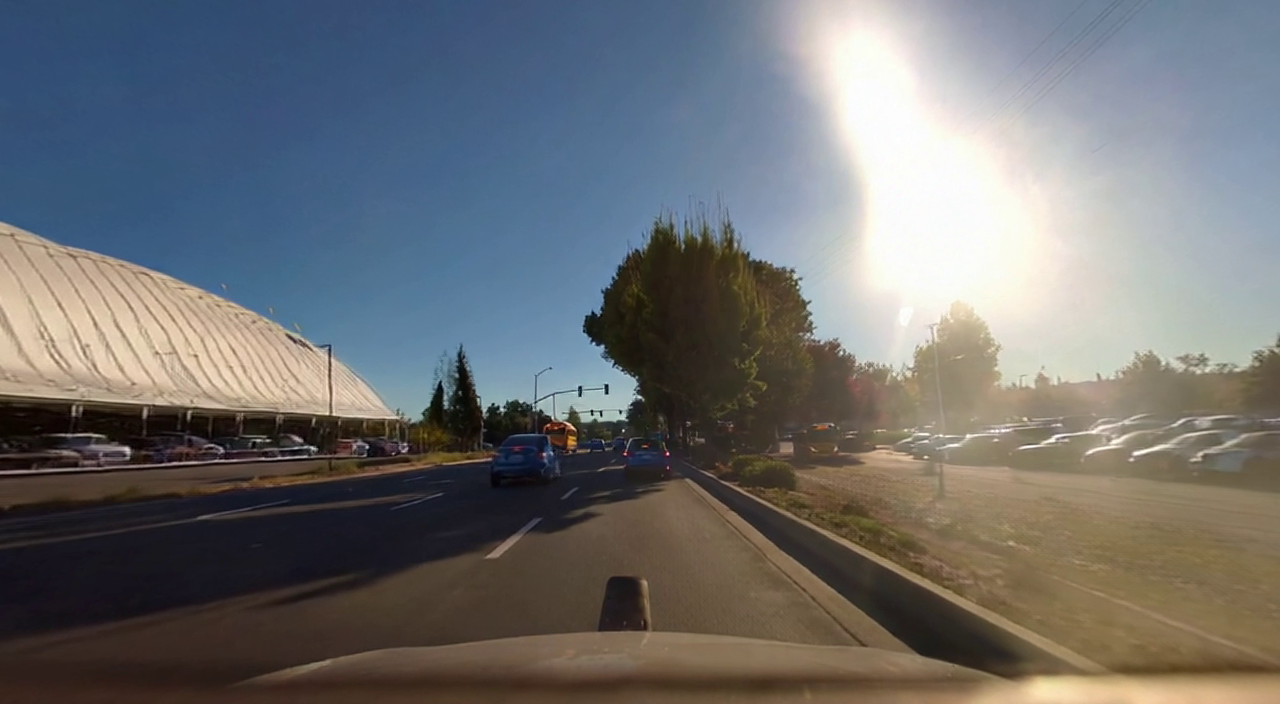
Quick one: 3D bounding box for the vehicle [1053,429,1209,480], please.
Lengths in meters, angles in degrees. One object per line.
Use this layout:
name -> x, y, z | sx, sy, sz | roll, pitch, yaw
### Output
vehicle -> 18.595, 3.900, 24.256 | 1.965, 1.749, 4.838 | 0, -9, -2

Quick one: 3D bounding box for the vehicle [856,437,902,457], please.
vehicle -> 18.241, 7.274, 48.330 | 1.694, 1.451, 4.505 | 0, -9, 0

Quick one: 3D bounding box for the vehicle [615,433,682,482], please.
vehicle -> 0.217, 3.646, 22.035 | 2.123, 1.498, 4.226 | 0, -9, -1

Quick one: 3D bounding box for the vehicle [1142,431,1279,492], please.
vehicle -> 18.649, 3.258, 18.976 | 2.229, 1.661, 5.991 | 0, -9, 1

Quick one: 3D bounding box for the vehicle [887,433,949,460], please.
vehicle -> 18.466, 6.298, 42.177 | 1.841, 1.680, 4.842 | 0, -9, -1

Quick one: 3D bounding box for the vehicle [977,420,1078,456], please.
vehicle -> 23.936, 5.417, 39.377 | 2.225, 2.013, 6.379 | 0, -9, -1

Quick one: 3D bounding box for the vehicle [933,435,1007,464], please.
vehicle -> 18.615, 5.550, 35.837 | 1.826, 1.532, 4.290 | 0, -9, -1

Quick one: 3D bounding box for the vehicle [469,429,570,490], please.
vehicle -> -3.529, 3.260, 19.379 | 2.148, 1.636, 4.199 | 0, -9, 2

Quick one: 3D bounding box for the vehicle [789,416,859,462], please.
vehicle -> 11.820, 5.694, 41.099 | 2.754, 2.711, 6.196 | 0, -9, 1
